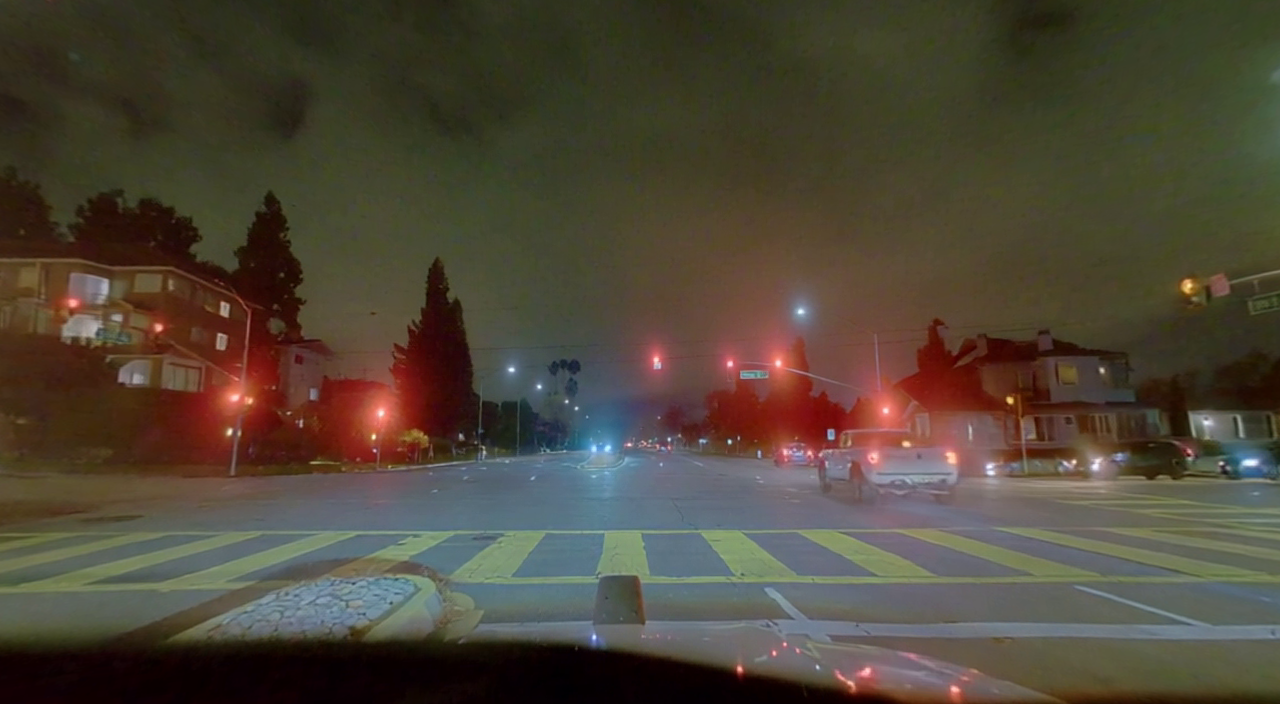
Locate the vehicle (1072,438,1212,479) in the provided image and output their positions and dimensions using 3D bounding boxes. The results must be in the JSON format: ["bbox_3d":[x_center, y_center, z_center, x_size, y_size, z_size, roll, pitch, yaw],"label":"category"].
[{"bbox_3d":[23.529,4.988,29.732,4.807,1.835,2.033,0,-9,-1],"label":"vehicle"}]

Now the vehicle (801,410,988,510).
[{"bbox_3d":[5.989,2.654,15.933,2.273,2.042,5.717,0,-9,-1],"label":"vehicle"}]

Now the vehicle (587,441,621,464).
[{"bbox_3d":[-2.357,6.715,42.290,2.045,1.484,3.991,0,-9,0],"label":"vehicle"}]

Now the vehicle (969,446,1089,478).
[{"bbox_3d":[19.767,5.605,32.230,4.874,1.544,1.779,0,-9,1],"label":"vehicle"}]
